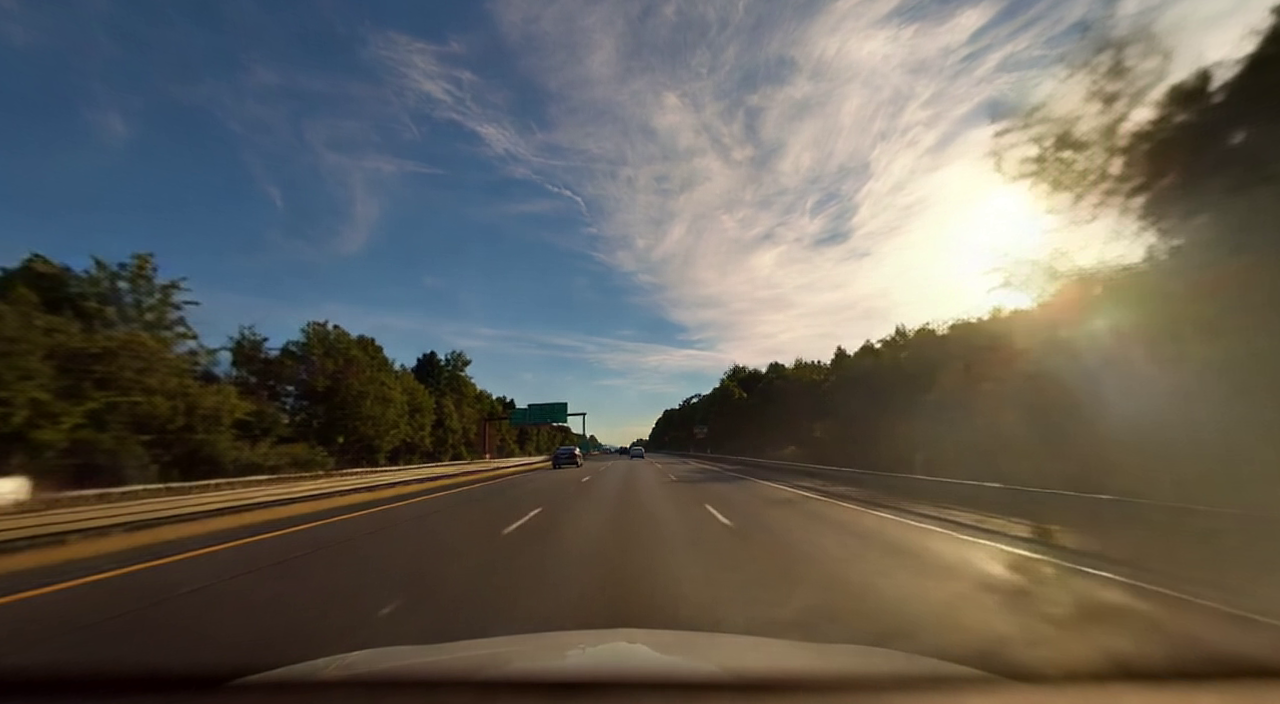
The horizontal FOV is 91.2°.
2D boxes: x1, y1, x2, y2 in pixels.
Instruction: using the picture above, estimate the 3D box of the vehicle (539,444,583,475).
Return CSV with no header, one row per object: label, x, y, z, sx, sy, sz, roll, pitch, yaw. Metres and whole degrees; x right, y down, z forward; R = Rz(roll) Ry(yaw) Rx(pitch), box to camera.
vehicle,-4.350,5.969,35.146,1.958,1.587,4.801,0,-9,-1
